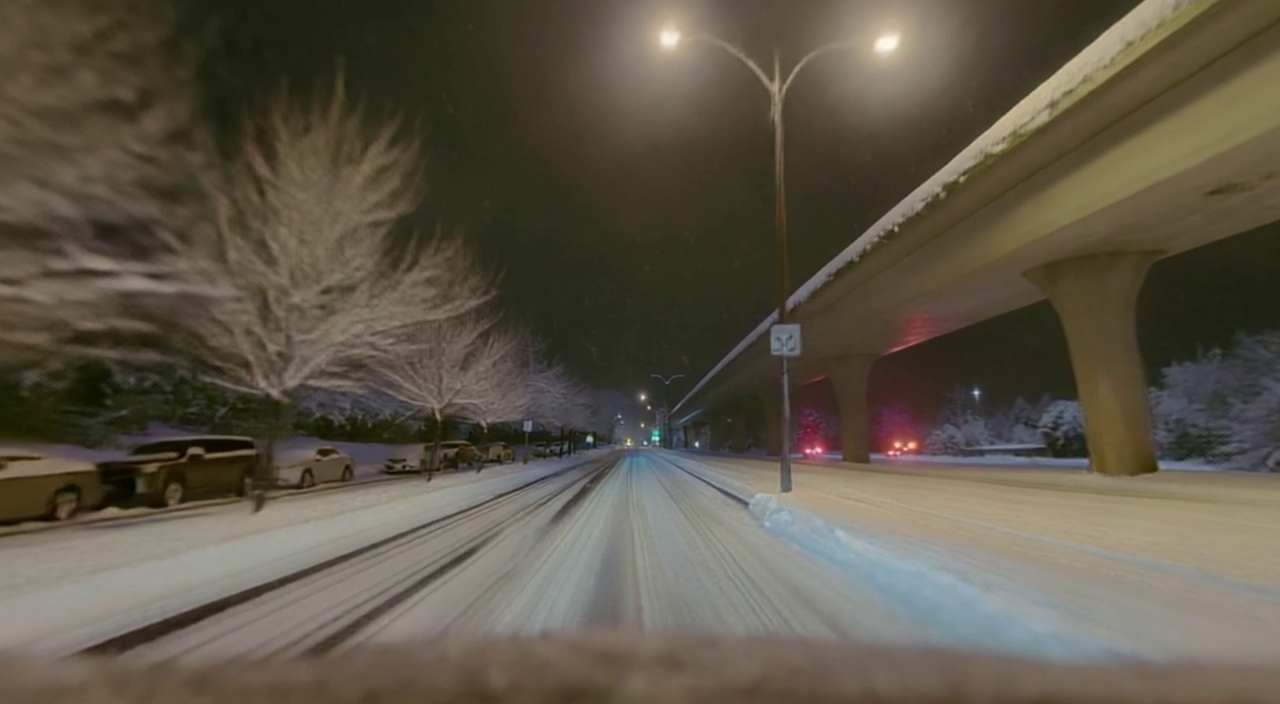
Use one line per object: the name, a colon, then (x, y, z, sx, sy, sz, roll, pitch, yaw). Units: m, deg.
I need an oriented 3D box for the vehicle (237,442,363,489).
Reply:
vehicle: (-12.864, 4.278, 24.358, 2.074, 1.529, 5.079, 1, -8, -1)

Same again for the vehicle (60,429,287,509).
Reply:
vehicle: (-12.860, 3.227, 18.094, 2.064, 1.809, 5.545, 3, -8, 2)

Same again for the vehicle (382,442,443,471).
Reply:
vehicle: (-12.881, 5.916, 36.065, 1.907, 1.553, 4.683, 0, -8, -2)

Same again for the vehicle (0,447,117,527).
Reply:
vehicle: (-13.215, 2.601, 12.188, 2.156, 1.489, 4.758, 0, -8, 0)
